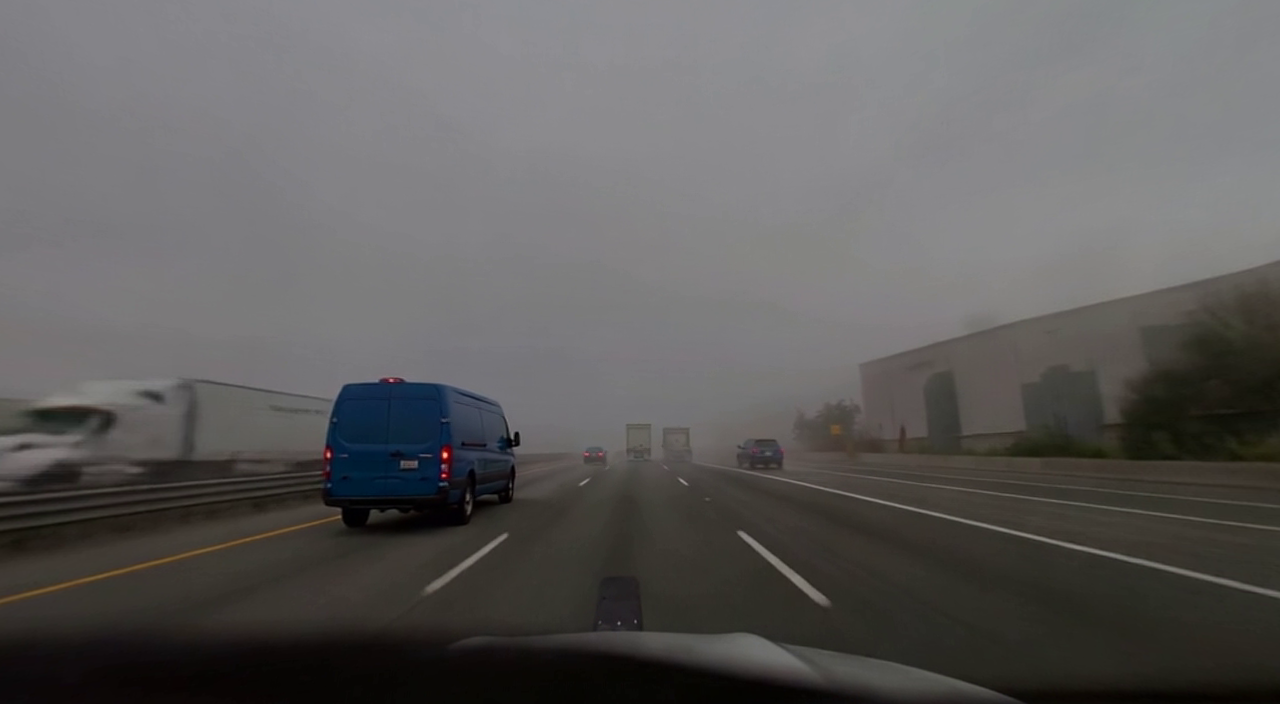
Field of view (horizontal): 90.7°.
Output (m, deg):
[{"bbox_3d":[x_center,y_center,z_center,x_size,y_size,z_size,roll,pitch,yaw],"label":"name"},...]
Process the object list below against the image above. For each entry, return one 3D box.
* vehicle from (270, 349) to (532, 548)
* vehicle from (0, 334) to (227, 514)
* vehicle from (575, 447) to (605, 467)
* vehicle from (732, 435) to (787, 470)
[{"bbox_3d":[-4.017,1.868,12.548,2.557,2.855,6.674,0,-9,0],"label":"vehicle"},{"bbox_3d":[-15.869,2.170,17.982,3.008,4.054,7.573,0,-9,0],"label":"vehicle"},{"bbox_3d":[-3.826,8.129,49.336,2.024,1.472,4.014,0,-9,0],"label":"vehicle"},{"bbox_3d":[7.091,6.045,38.229,2.216,1.918,5.742,0,-9,0],"label":"vehicle"}]
